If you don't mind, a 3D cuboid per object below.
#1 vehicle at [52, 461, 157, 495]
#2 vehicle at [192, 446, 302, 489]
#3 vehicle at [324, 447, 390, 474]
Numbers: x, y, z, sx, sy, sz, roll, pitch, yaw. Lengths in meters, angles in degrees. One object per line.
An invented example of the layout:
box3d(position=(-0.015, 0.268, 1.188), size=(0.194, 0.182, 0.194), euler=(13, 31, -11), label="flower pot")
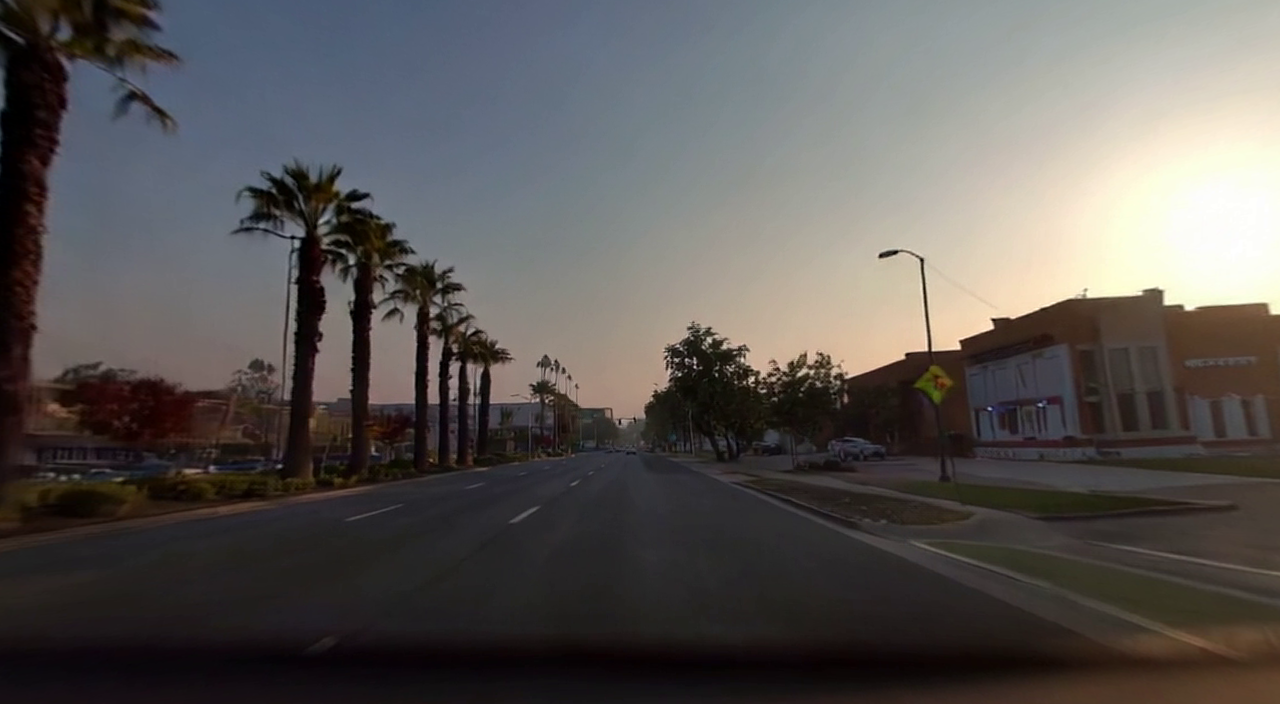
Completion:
box3d(position=(-27.266, 6.391, 32.370), size=(1.771, 1.494, 4.088), euler=(0, -9, -1), label="vehicle")
box3d(position=(-16.851, 4.939, 27.402), size=(2.019, 1.694, 4.401), euler=(0, -9, -1), label="vehicle")
box3d(position=(-20.640, 7.931, 46.430), size=(2.226, 1.860, 5.857), euler=(0, -9, -1), label="vehicle")
